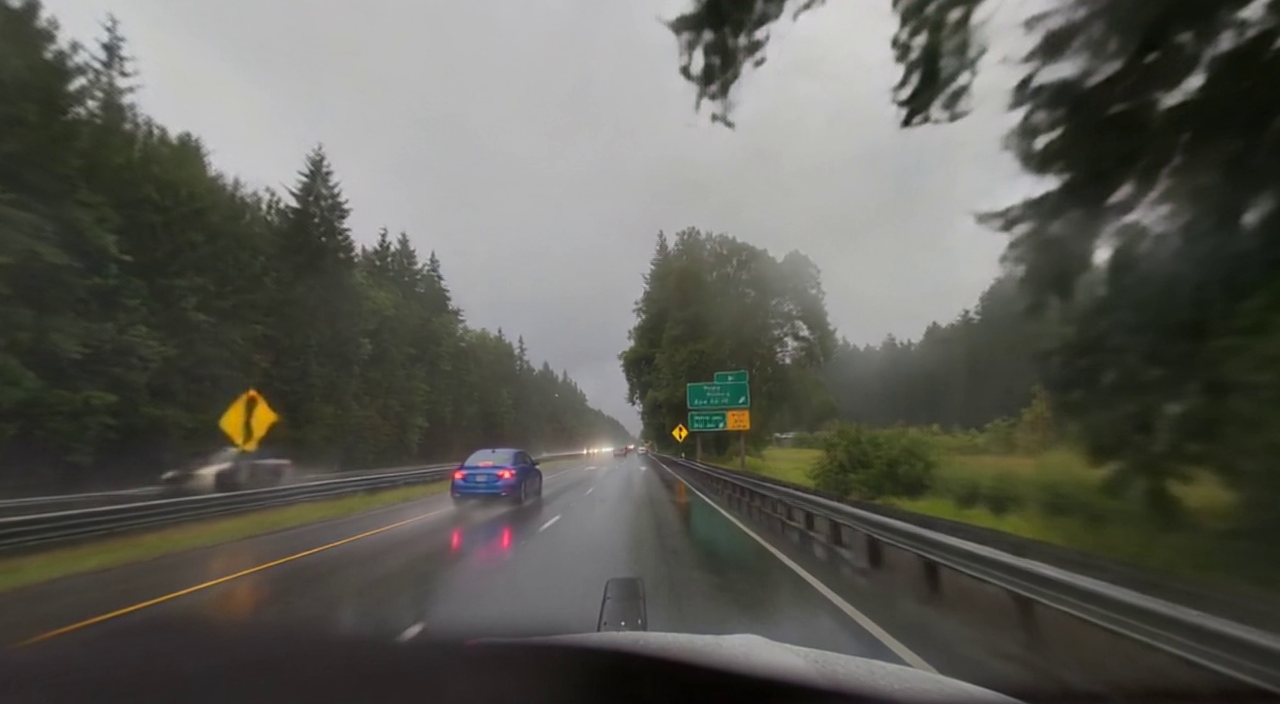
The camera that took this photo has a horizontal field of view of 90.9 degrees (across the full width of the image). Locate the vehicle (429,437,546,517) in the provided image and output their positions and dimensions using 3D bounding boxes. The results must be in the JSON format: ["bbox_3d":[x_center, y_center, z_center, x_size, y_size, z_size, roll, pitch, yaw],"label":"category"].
[{"bbox_3d":[-3.261,2.722,14.177,1.675,1.537,3.574,0,-9,1],"label":"vehicle"}]

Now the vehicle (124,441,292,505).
[{"bbox_3d":[-14.817,4.155,22.091,2.174,1.954,5.022,-1,-9,2],"label":"vehicle"}]
